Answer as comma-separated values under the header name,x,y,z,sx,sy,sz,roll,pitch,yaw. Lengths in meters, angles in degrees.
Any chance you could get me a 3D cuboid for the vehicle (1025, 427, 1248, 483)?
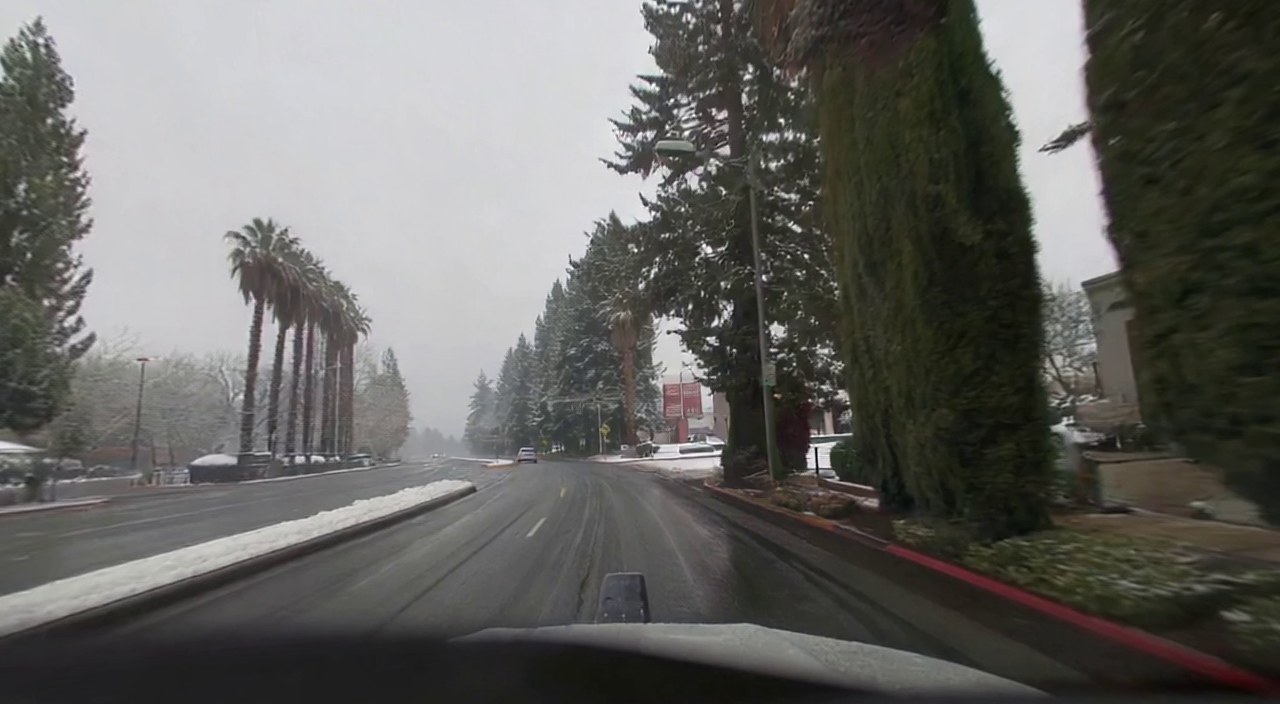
name,x,y,z,sx,sy,sz,roll,pitch,yaw
vehicle,13.989,2.927,17.927,4.626,1.496,1.895,-1,-9,3
